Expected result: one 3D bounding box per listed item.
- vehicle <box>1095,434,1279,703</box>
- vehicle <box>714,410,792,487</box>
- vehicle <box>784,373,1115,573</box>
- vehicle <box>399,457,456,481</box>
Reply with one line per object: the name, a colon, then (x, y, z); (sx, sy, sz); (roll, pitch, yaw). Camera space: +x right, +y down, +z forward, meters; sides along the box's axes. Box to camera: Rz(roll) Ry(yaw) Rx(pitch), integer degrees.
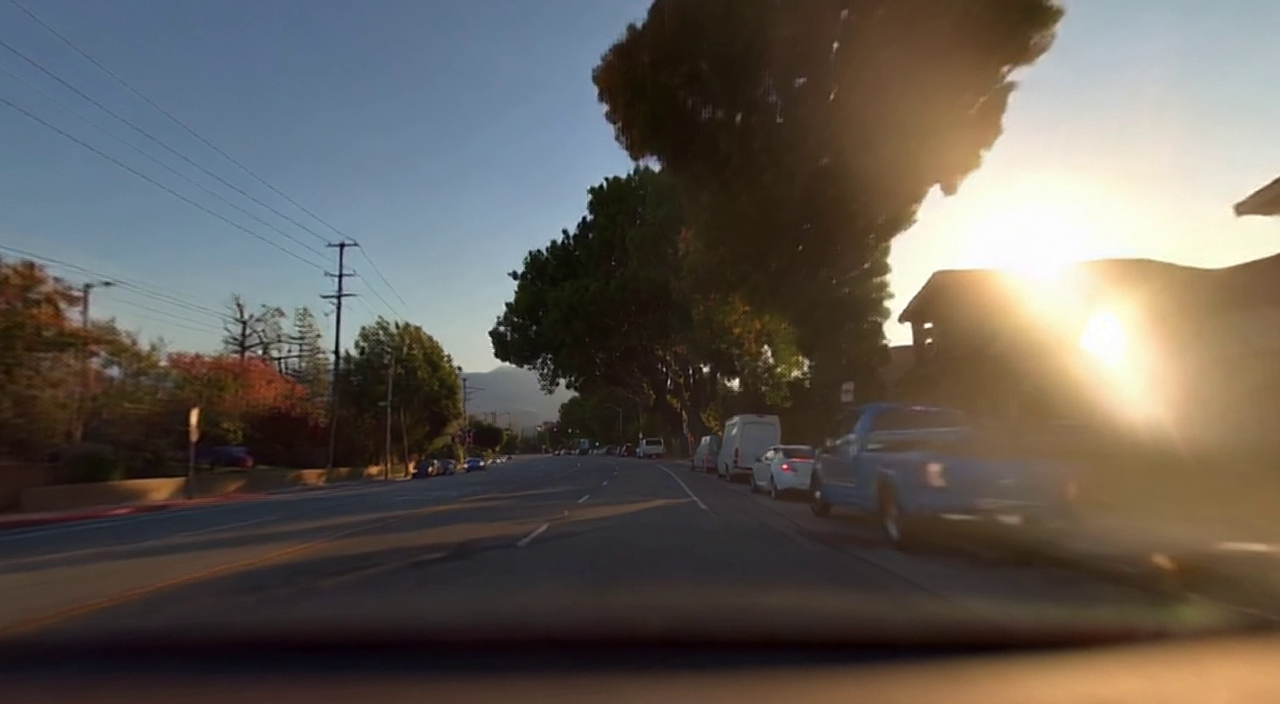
vehicle: (4.146, 0.969, 2.085); (1.804, 1.432, 4.594); (0, -9, 0)
vehicle: (4.643, 4.117, 26.831); (2.229, 2.912, 5.697); (0, -9, 0)
vehicle: (4.042, 1.771, 9.852); (2.293, 2.171, 5.871); (0, -9, 1)
vehicle: (-14.555, 7.991, 43.258); (1.990, 1.487, 4.767); (-1, -9, 4)
